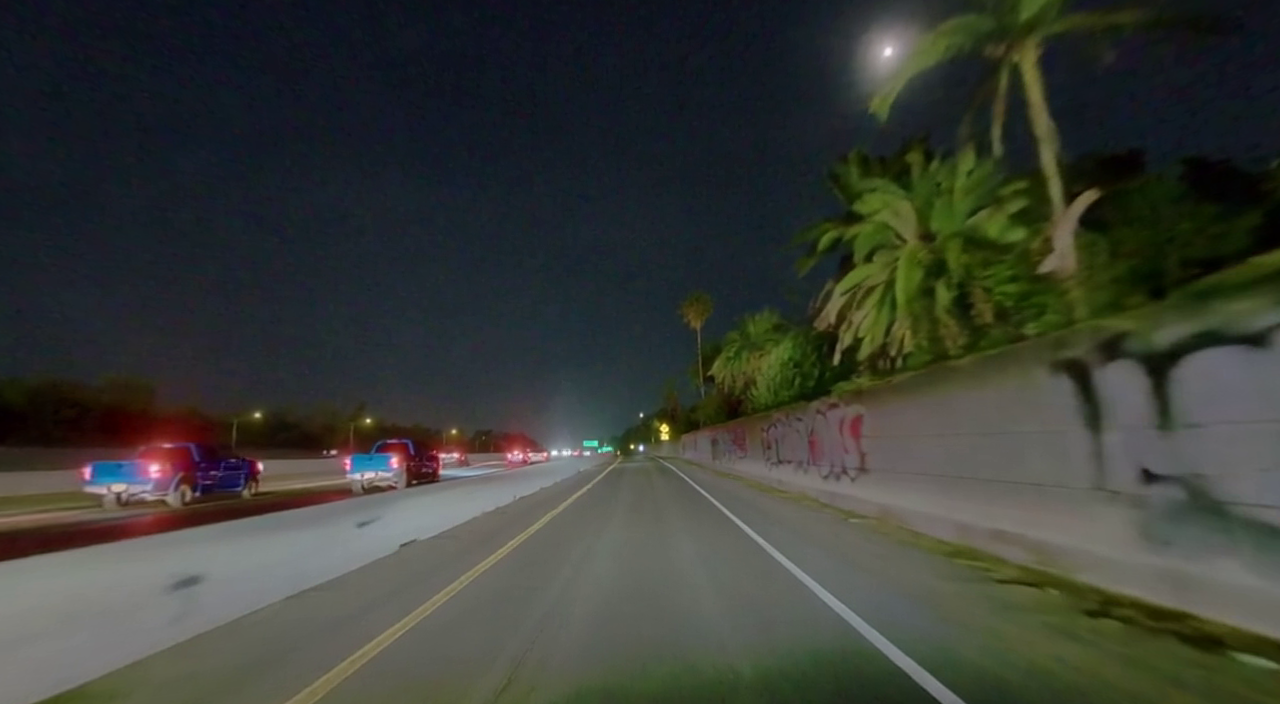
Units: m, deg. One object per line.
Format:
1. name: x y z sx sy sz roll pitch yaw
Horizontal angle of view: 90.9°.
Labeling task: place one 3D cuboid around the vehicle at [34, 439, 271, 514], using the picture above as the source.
1. vehicle: -14.117 3.598 18.988 2.272 1.882 5.941 0 -9 1

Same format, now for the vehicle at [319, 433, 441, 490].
1. vehicle: -10.117 4.313 25.202 2.342 1.999 5.594 0 -9 1
